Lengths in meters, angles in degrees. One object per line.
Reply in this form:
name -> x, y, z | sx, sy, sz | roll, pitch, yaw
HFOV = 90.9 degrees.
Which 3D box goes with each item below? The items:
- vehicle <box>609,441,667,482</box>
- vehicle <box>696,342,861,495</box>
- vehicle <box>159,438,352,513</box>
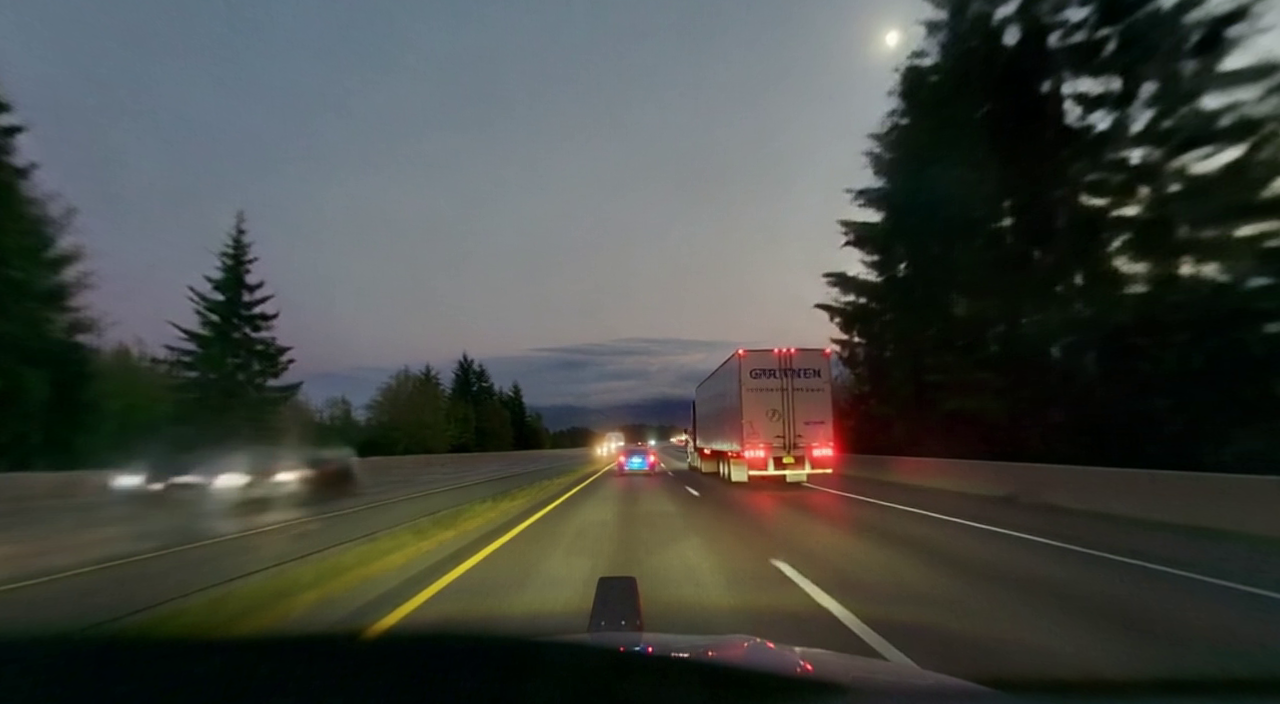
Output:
vehicle -> -0.079, 4.241, 24.590 | 2.074, 1.475, 3.960 | 0, -9, 0
vehicle -> 4.298, 2.872, 24.012 | 2.909, 4.074, 14.457 | 0, -9, 0
vehicle -> -9.142, 2.961, 15.571 | 1.930, 1.549, 4.485 | 0, -9, 0
